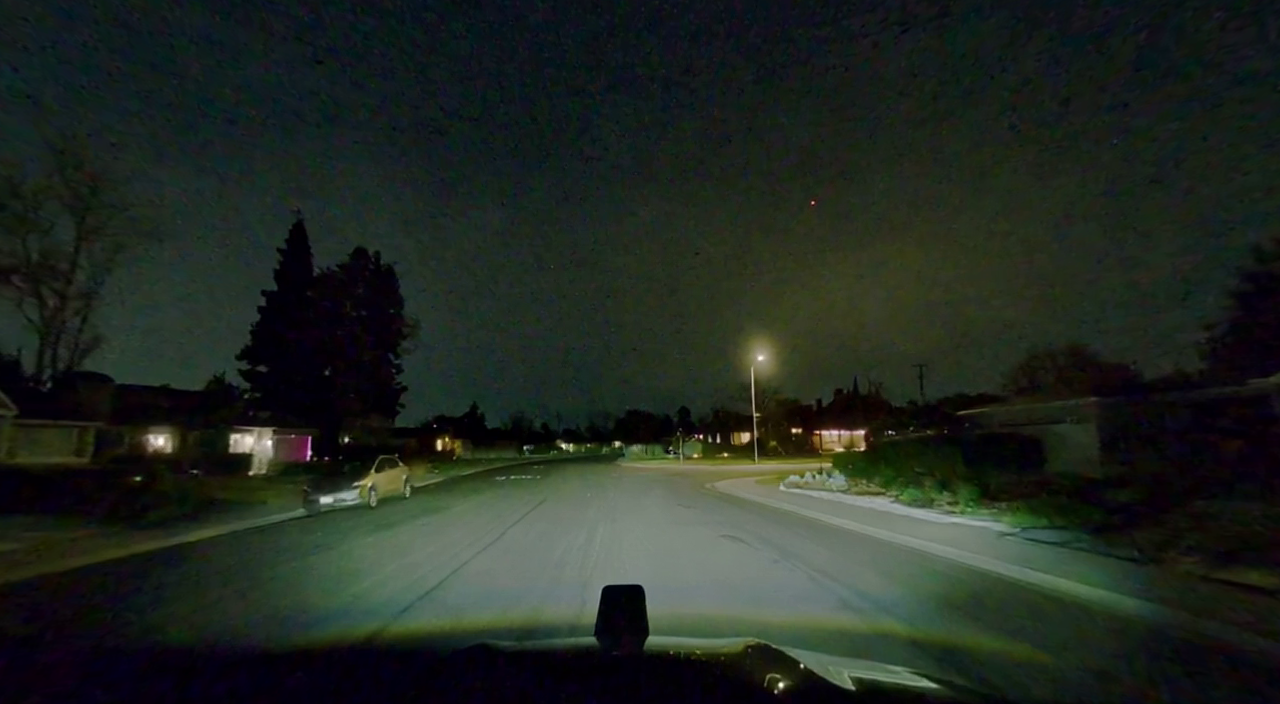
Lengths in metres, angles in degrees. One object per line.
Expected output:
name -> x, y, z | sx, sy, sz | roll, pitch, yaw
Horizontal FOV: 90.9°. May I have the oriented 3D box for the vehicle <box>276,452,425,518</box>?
vehicle -> -7.701, 3.546, 17.488 | 2.069, 1.487, 5.470 | 0, -9, -6
